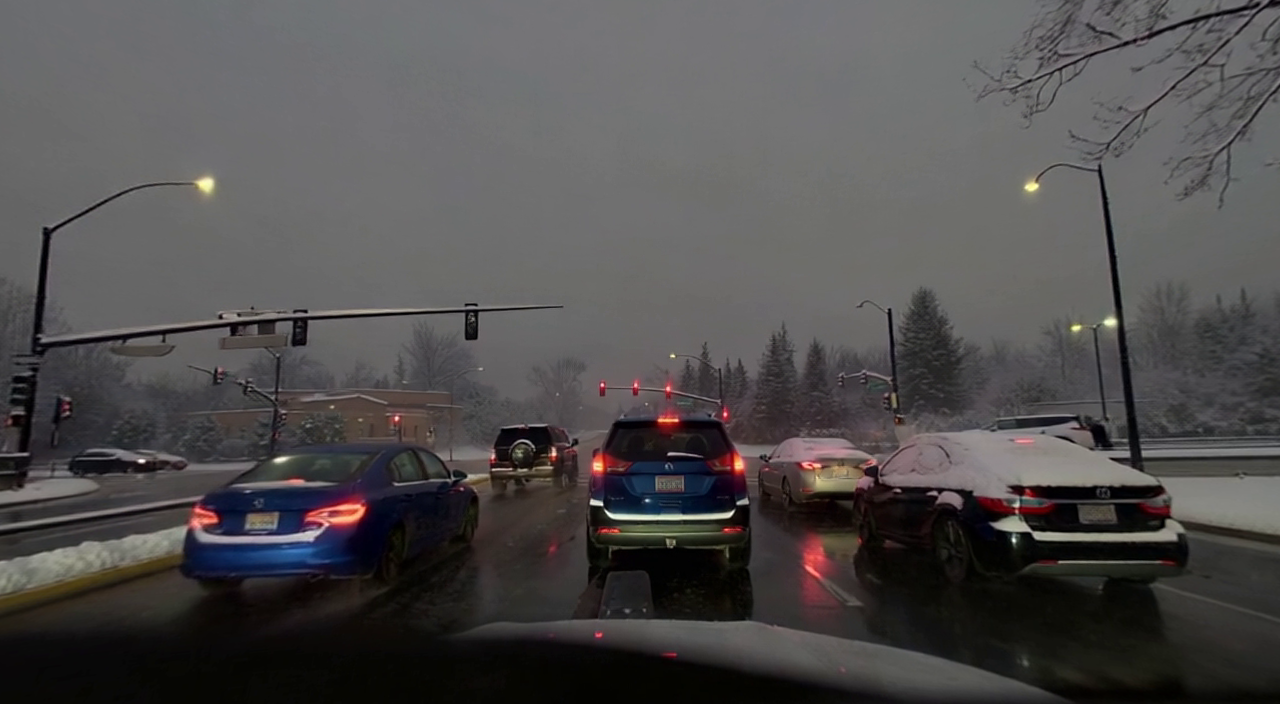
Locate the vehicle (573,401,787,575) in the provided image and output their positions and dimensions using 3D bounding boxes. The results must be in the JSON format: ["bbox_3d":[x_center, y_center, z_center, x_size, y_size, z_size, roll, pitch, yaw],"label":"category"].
[{"bbox_3d":[0.398,1.706,8.682,2.172,1.764,4.338,0,-8,0],"label":"vehicle"}]

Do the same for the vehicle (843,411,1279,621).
[{"bbox_3d":[3.925,1.552,6.910,1.954,1.592,3.992,0,-8,-2],"label":"vehicle"}]

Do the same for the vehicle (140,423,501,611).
[{"bbox_3d":[-3.050,1.647,7.274,1.876,1.497,4.308,0,-8,0],"label":"vehicle"}]

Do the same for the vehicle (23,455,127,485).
[{"bbox_3d":[-33.267,6.930,37.160,4.395,1.636,1.926,-1,-8,5],"label":"vehicle"}]

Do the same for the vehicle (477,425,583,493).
[{"bbox_3d":[-3.204,3.289,19.746,2.230,1.834,5.469,0,-8,1],"label":"vehicle"}]
